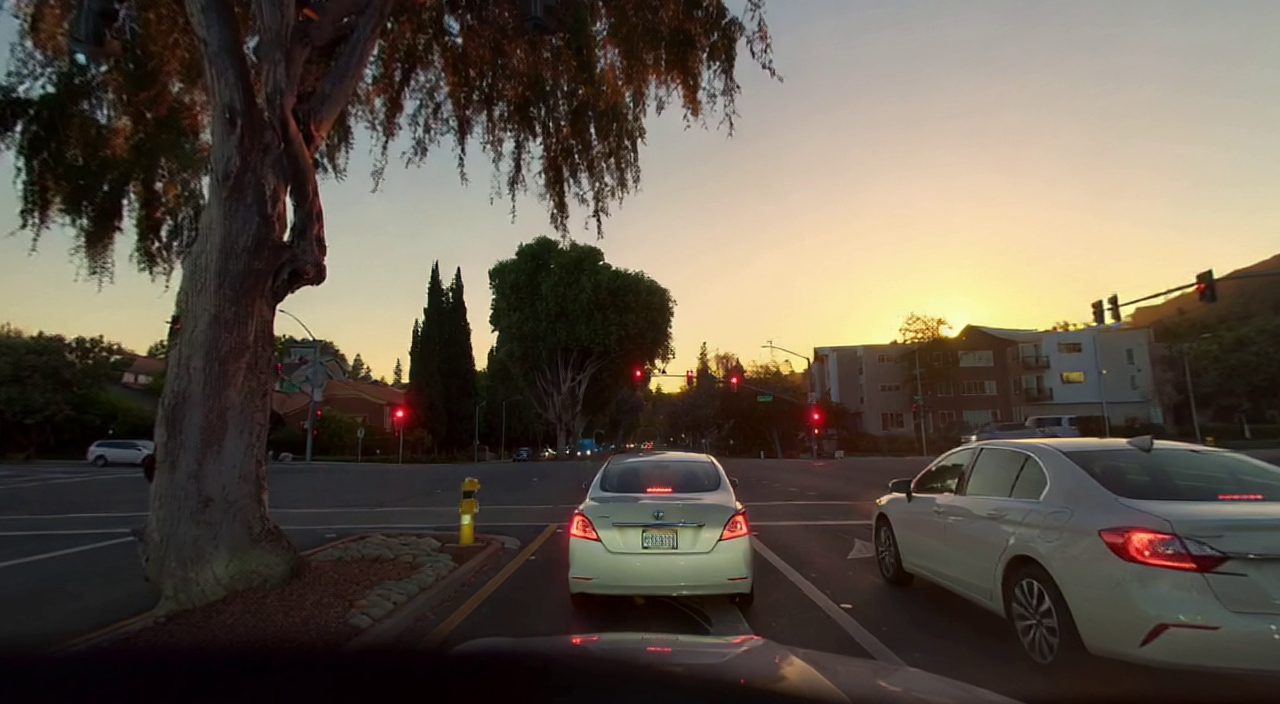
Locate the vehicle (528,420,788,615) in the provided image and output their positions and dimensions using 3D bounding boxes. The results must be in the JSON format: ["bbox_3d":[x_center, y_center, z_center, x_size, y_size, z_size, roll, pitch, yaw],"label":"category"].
[{"bbox_3d":[0.100,1.565,6.877,2.017,1.485,3.813,0,-8,-1],"label":"vehicle"}]

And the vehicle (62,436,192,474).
[{"bbox_3d":[-24.287,4.869,29.982,4.450,1.684,1.894,0,-8,0],"label":"vehicle"}]

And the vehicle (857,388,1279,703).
[{"bbox_3d":[3.168,1.122,3.897,1.931,1.493,4.555,0,-8,-1],"label":"vehicle"}]
